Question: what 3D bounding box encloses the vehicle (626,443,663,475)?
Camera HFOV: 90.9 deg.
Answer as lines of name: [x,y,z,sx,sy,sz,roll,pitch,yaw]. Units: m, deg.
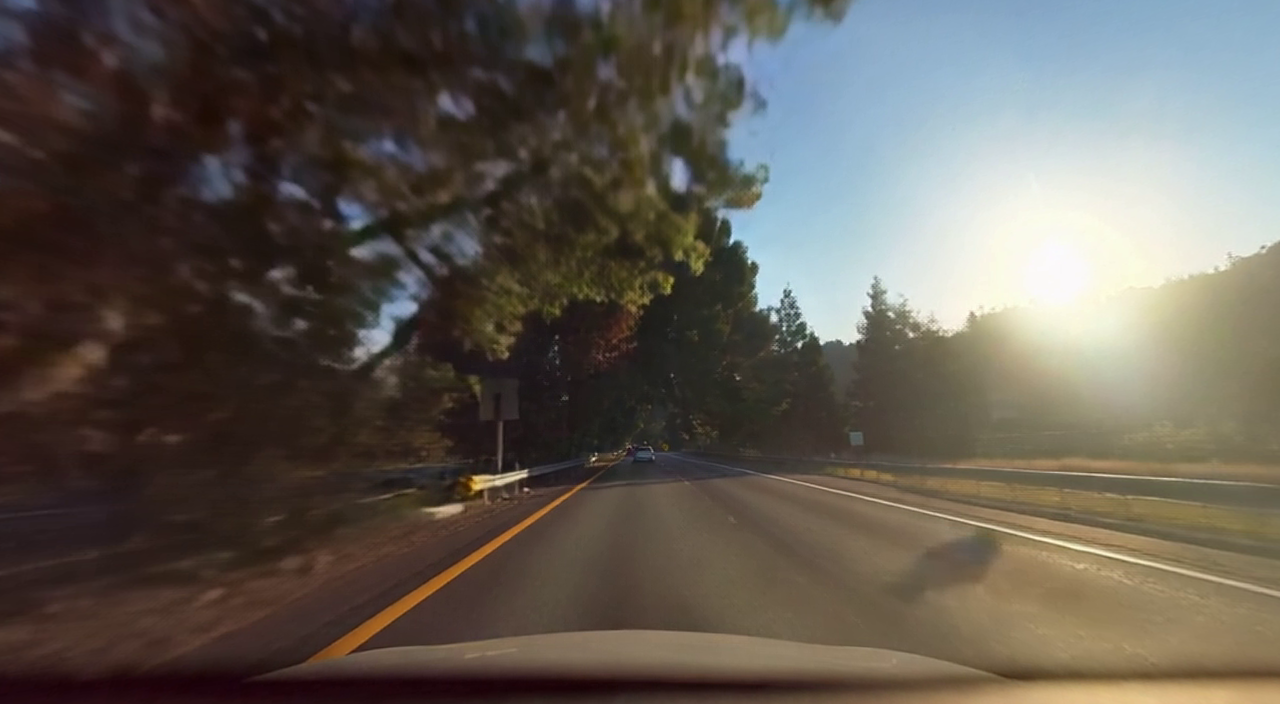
vehicle: [0.208,6.022,35.622,1.987,1.658,3.620,0,-9,0]
